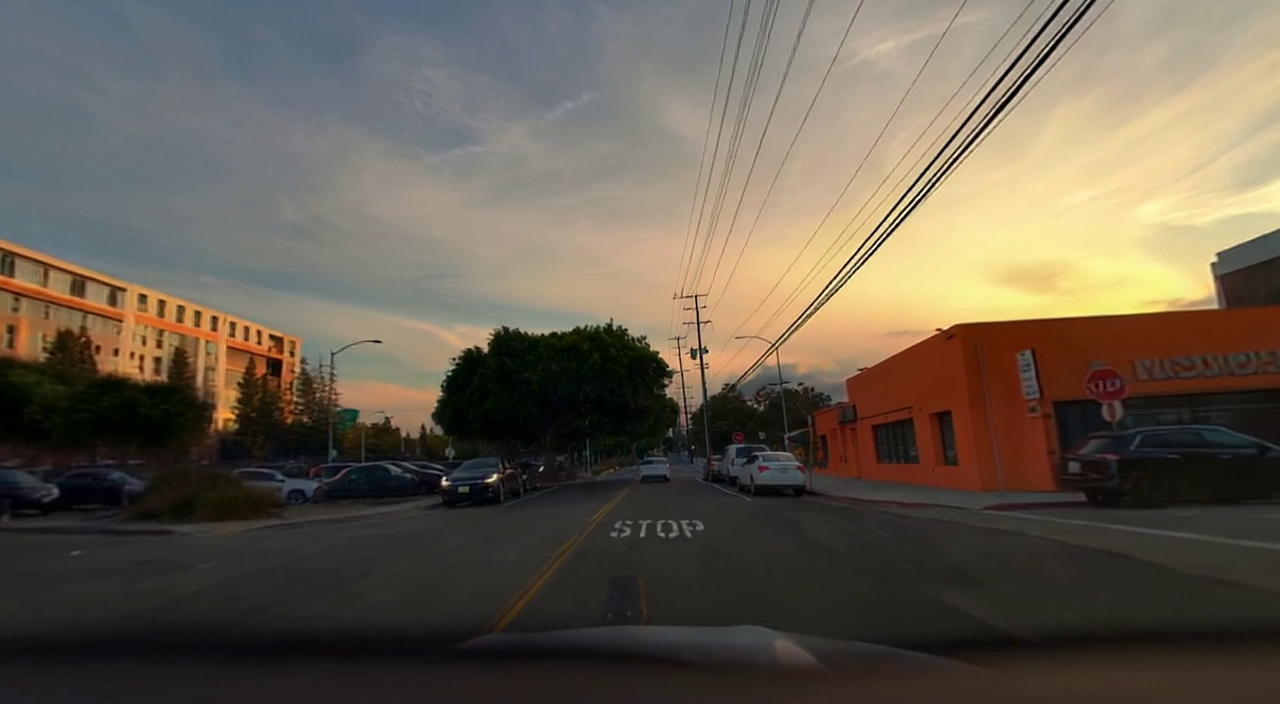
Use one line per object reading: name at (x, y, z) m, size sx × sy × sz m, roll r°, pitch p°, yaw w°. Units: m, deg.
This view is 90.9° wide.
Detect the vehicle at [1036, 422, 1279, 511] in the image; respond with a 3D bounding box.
vehicle at (11.622, 2.381, 13.255) m, size 5.255 × 1.688 × 1.994 m, roll 1°, pitch -9°, yaw -3°

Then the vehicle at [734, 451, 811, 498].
vehicle at (4.502, 4.209, 22.037) m, size 1.840 × 1.452 × 4.517 m, roll 0°, pitch -9°, yaw 2°

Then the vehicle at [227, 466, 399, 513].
vehicle at (-11.474, 4.840, 22.413) m, size 4.968 × 1.493 × 1.961 m, roll 0°, pitch -9°, yaw -2°

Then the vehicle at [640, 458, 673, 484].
vehicle at (1.070, 7.623, 40.558) m, size 2.033 × 1.464 × 4.645 m, roll 0°, pitch -9°, yaw 2°

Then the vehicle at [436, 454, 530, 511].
vehicle at (-5.529, 4.624, 22.956) m, size 2.146 × 1.775 × 5.117 m, roll 0°, pitch -9°, yaw -1°

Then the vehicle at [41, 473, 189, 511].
vehicle at (-22.883, 6.099, 27.610) m, size 4.660 × 1.488 × 1.930 m, roll 0°, pitch -9°, yaw -2°
